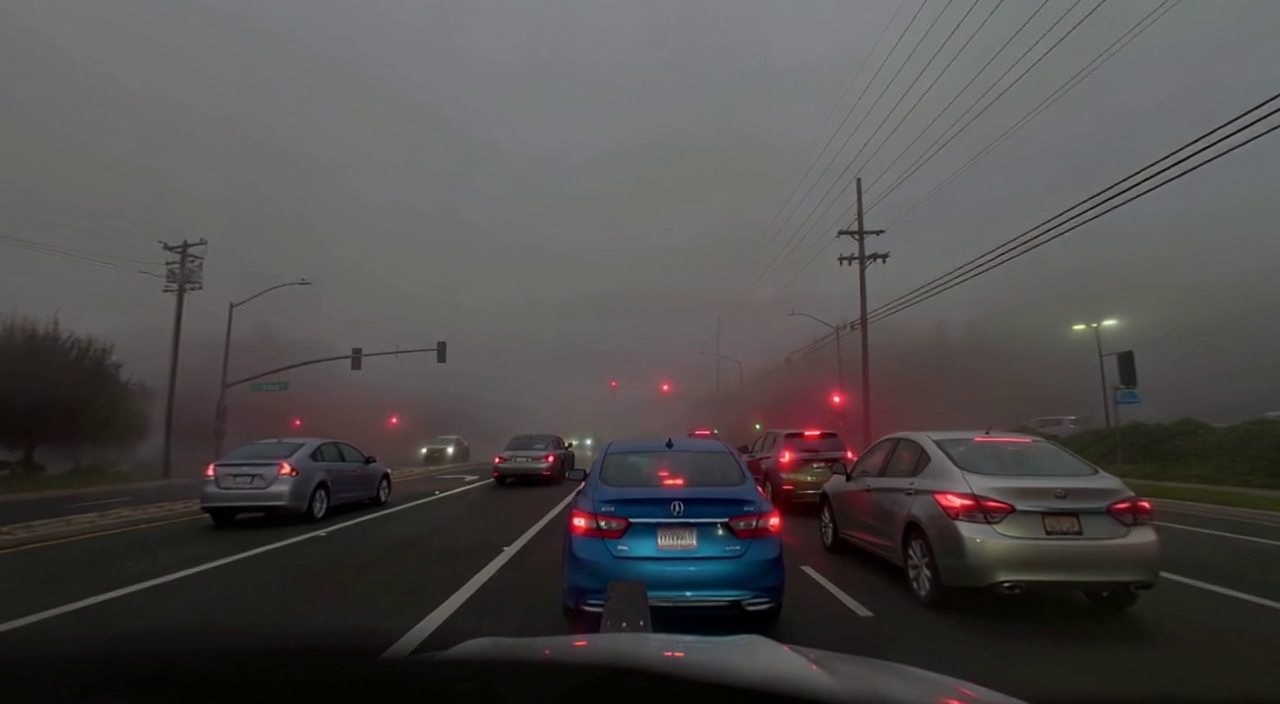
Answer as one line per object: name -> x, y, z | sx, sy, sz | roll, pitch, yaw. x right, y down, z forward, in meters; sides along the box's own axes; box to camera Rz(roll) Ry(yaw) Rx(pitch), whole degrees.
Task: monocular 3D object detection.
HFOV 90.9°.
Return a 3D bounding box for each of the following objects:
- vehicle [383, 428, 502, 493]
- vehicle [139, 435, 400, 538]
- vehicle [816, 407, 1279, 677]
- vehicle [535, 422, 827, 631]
vehicle -> -6.254, 3.491, 20.773 | 2.070, 1.824, 5.196 | -1, -8, 2
vehicle -> -6.396, 2.328, 11.709 | 1.955, 1.497, 4.639 | -1, -8, 1
vehicle -> 3.141, 1.385, 5.737 | 1.870, 1.523, 4.096 | 0, -8, 0
vehicle -> 0.300, 1.557, 6.613 | 2.109, 1.483, 3.964 | 0, -8, 0
